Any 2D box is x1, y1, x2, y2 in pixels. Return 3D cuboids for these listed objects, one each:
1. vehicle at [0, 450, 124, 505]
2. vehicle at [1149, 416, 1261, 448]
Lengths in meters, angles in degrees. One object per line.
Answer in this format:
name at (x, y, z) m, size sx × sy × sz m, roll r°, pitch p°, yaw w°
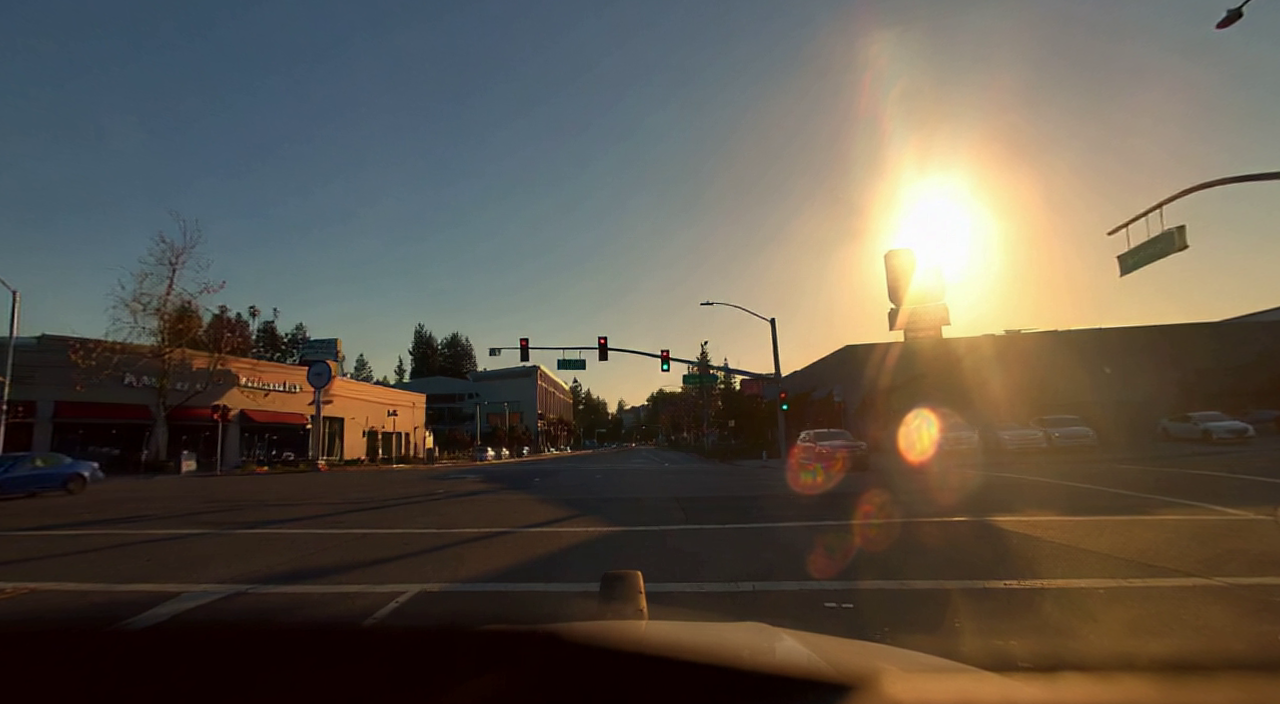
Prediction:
vehicle at (-18.776, 3.769, 19.262) m, size 1.919 × 1.513 × 4.604 m, roll -1°, pitch -8°, yaw 3°
vehicle at (28.264, 4.069, 31.729) m, size 1.799 × 1.459 × 4.266 m, roll -1°, pitch -8°, yaw 3°
